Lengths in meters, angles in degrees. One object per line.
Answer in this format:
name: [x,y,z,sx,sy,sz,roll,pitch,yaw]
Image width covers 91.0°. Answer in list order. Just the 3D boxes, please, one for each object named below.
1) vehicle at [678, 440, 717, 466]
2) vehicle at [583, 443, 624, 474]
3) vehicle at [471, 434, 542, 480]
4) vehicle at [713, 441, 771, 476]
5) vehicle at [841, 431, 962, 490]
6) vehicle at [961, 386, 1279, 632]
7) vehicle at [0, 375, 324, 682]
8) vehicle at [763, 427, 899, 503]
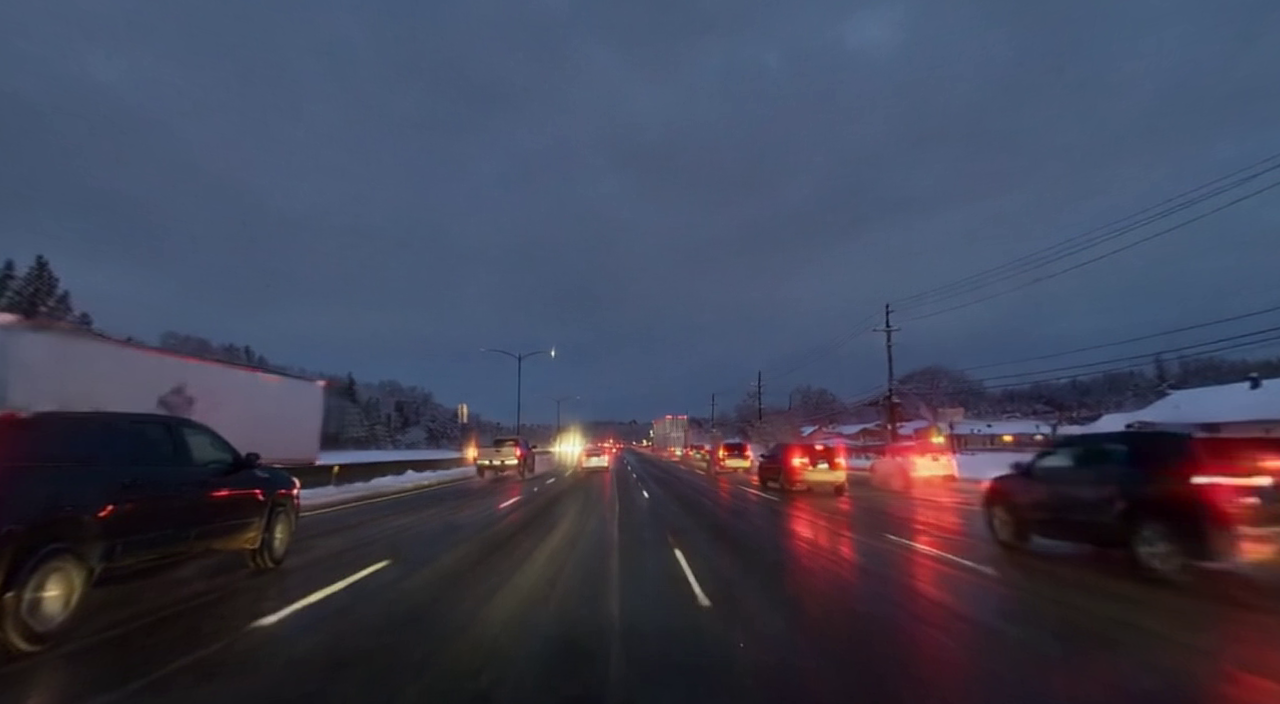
vehicle: [4.036,7.200,45.060,2.182,1.782,4.800,0,-8,-2]
vehicle: [-1.888,5.700,33.920,2.060,1.508,4.308,0,-8,-1]
vehicle: [-5.775,4.577,27.792,2.147,1.825,4.602,0,-8,0]
vehicle: [4.948,5.210,31.125,1.978,1.607,4.245,0,-8,-2]
vehicle: [8.818,3.703,21.799,2.018,1.802,4.749,0,-8,-2]
vehicle: [5.396,1.396,6.439,1.977,1.705,4.078,0,-8,-1]
vehicle: [-4.687,1.209,5.007,2.127,1.705,4.374,0,-8,-1]
vehicle: [5.062,3.072,17.576,2.086,1.783,4.868,0,-8,-2]
